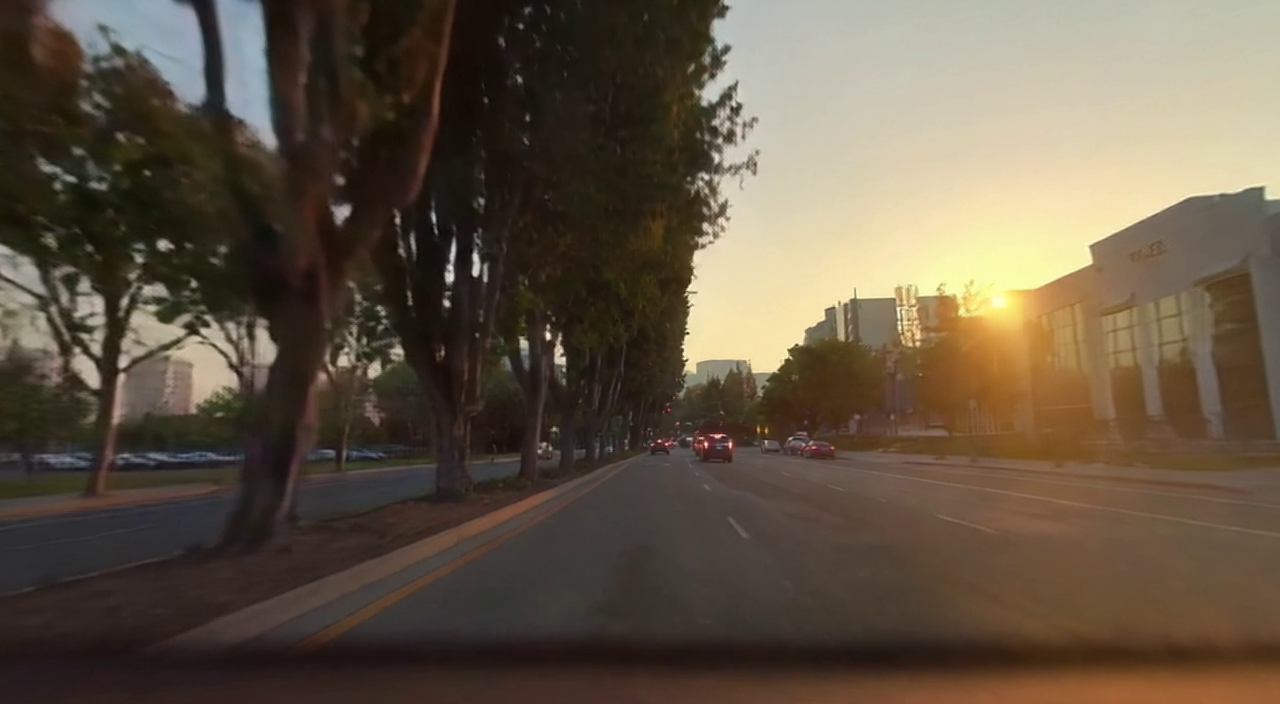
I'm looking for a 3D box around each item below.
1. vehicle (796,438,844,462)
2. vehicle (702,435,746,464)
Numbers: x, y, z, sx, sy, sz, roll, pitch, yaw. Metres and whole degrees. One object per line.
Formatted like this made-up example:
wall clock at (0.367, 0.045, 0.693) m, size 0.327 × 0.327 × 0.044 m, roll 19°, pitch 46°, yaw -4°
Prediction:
vehicle at (11.711, 6.447, 41.345) m, size 1.840 × 1.467 × 4.731 m, roll -1°, pitch -9°, yaw 1°
vehicle at (5.197, 6.148, 39.838) m, size 2.216 × 1.675 × 4.627 m, roll -1°, pitch -9°, yaw 1°
